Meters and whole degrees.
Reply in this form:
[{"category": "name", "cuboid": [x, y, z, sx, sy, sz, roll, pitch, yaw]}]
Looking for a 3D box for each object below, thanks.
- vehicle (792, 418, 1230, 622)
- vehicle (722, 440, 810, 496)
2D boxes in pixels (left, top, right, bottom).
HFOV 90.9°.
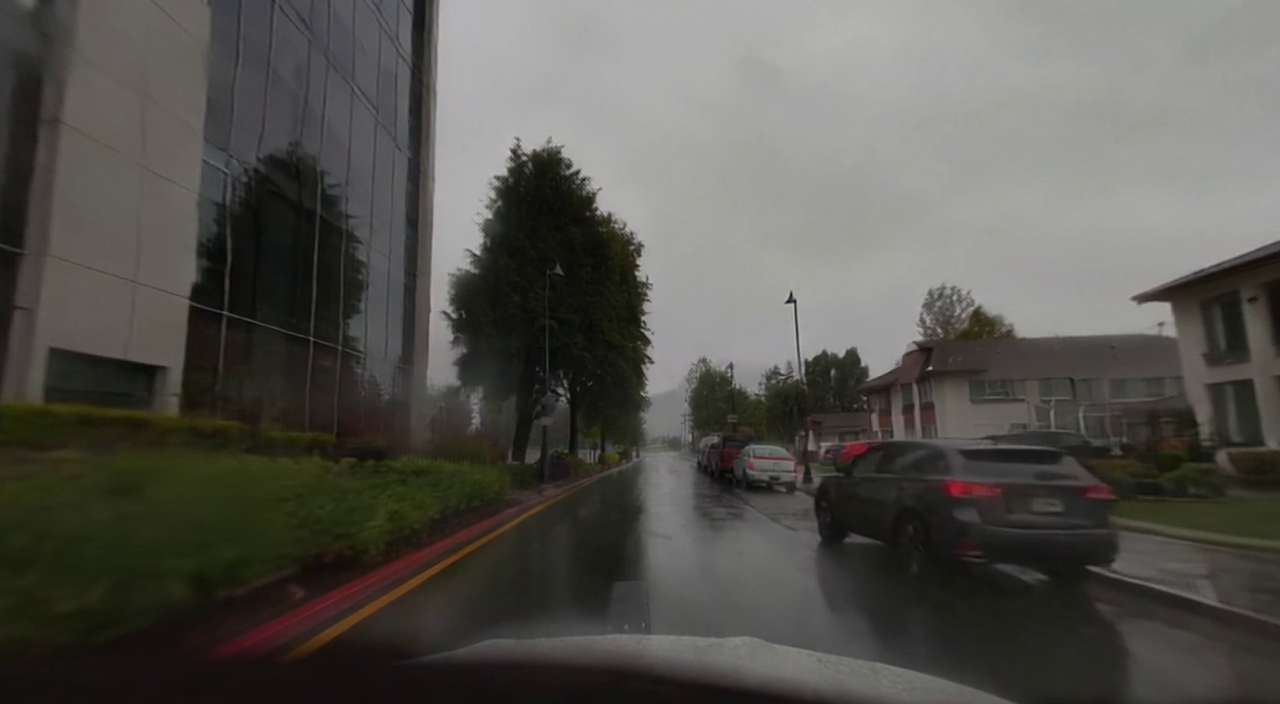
[{"category": "vehicle", "cuboid": [3.282, 1.575, 6.969, 2.024, 1.475, 4.565, 0, -9, -1]}, {"category": "vehicle", "cuboid": [3.581, 3.371, 18.735, 1.848, 1.442, 4.425, -1, -9, 2]}]
